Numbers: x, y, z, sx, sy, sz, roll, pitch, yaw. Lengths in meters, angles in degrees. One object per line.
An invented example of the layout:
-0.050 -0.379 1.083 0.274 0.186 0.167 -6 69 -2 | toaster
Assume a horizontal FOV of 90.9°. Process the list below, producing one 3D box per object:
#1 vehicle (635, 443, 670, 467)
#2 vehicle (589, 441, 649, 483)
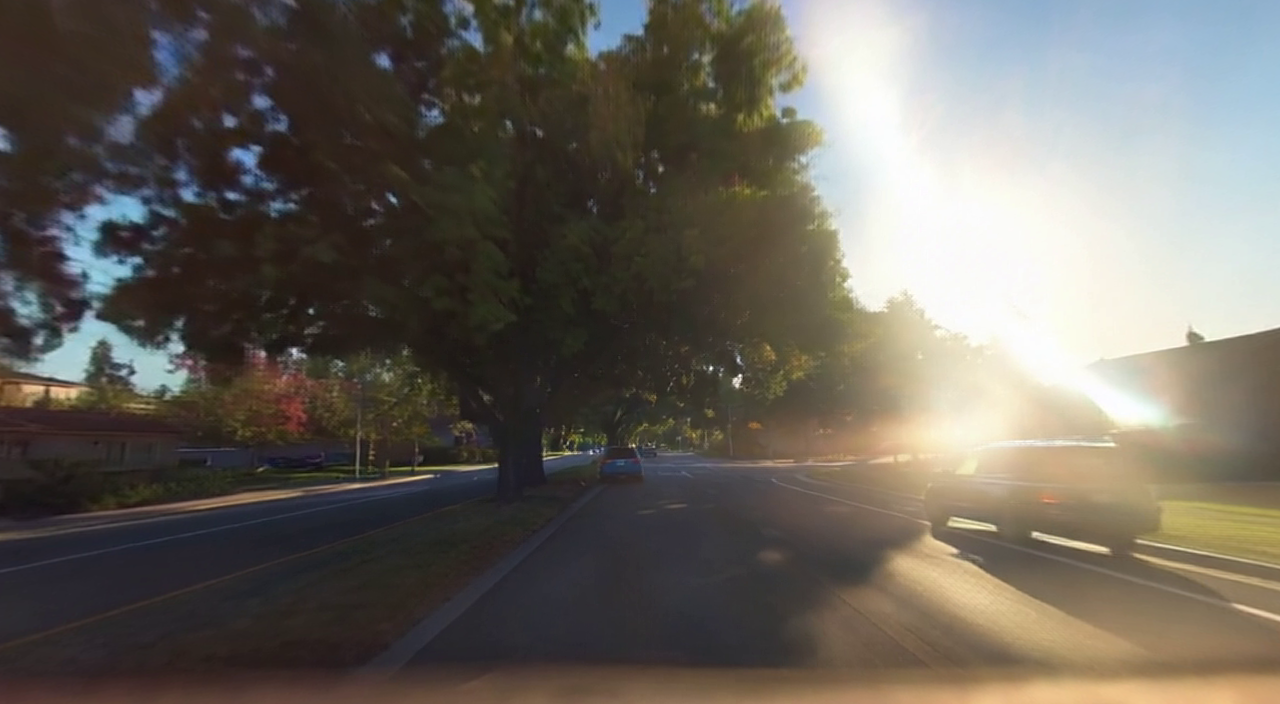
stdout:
0.799 6.883 42.219 2.226 1.505 4.128 0 -9 0 | vehicle
-0.854 4.318 25.048 2.158 1.469 4.909 0 -9 -2 | vehicle
